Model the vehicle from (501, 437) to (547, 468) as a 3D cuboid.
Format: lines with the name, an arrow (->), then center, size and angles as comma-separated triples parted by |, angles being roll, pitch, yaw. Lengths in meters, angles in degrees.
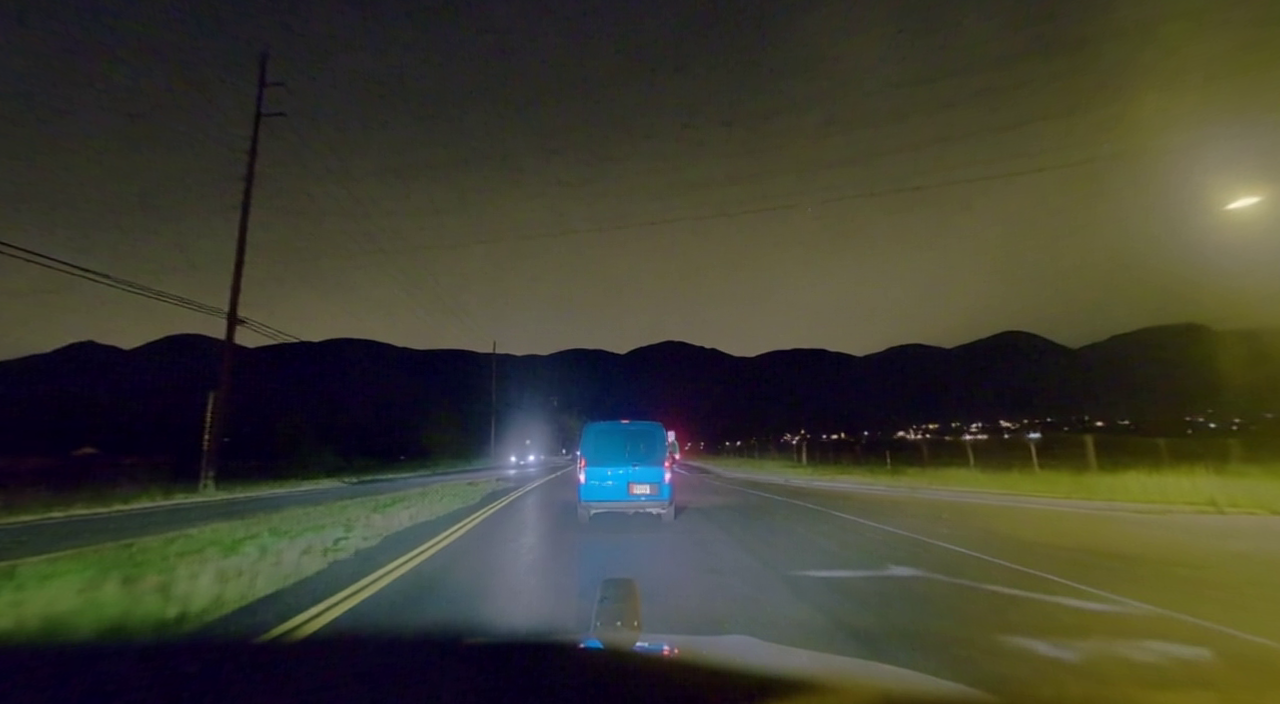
vehicle -> -9.105, 7.981, 49.832 | 2.260, 2.264, 5.982 | 0, -9, 2

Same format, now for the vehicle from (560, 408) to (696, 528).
vehicle -> -0.309, 2.460, 13.709 | 2.454, 2.144, 4.535 | 0, -9, -2
